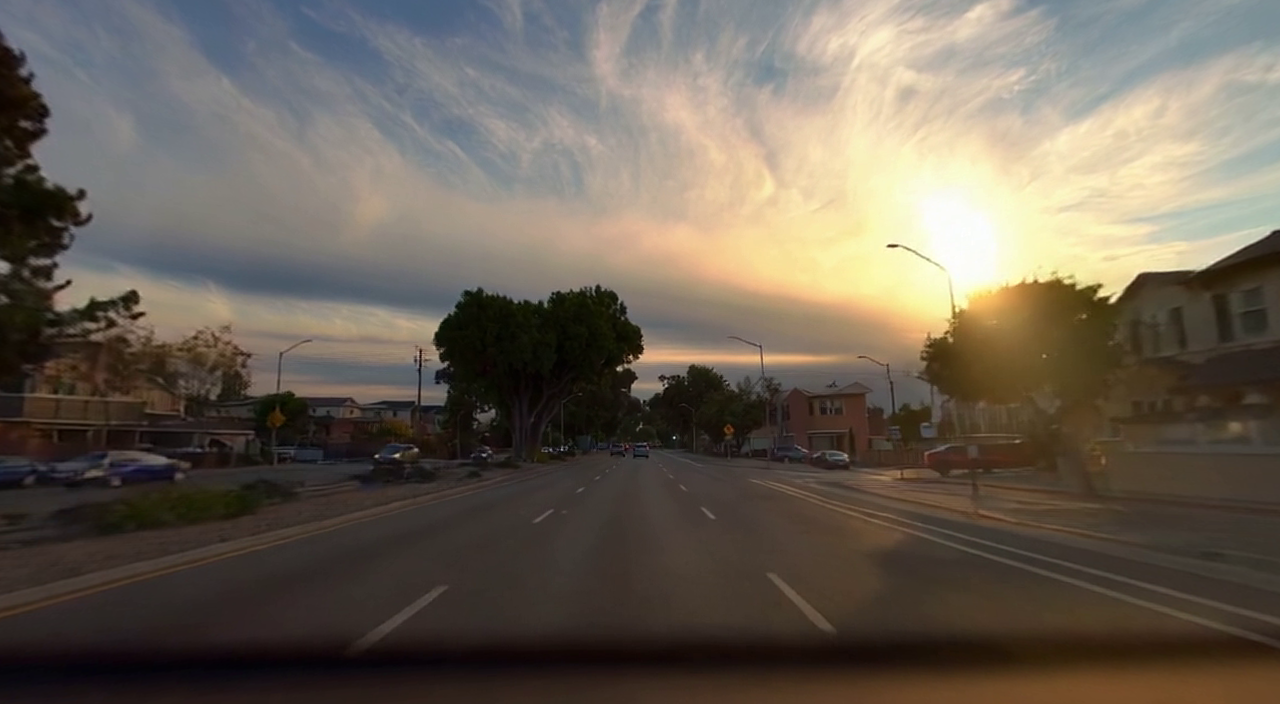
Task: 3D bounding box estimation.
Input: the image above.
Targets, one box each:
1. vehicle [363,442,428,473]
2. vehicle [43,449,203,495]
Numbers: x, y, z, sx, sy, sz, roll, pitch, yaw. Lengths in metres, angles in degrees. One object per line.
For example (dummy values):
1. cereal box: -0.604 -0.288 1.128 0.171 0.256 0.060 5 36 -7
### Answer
1. vehicle: -15.131 6.528 39.375 1.999 1.773 4.851 0 -8 1
2. vehicle: -18.815 4.339 23.358 1.892 1.474 4.723 0 -8 1
